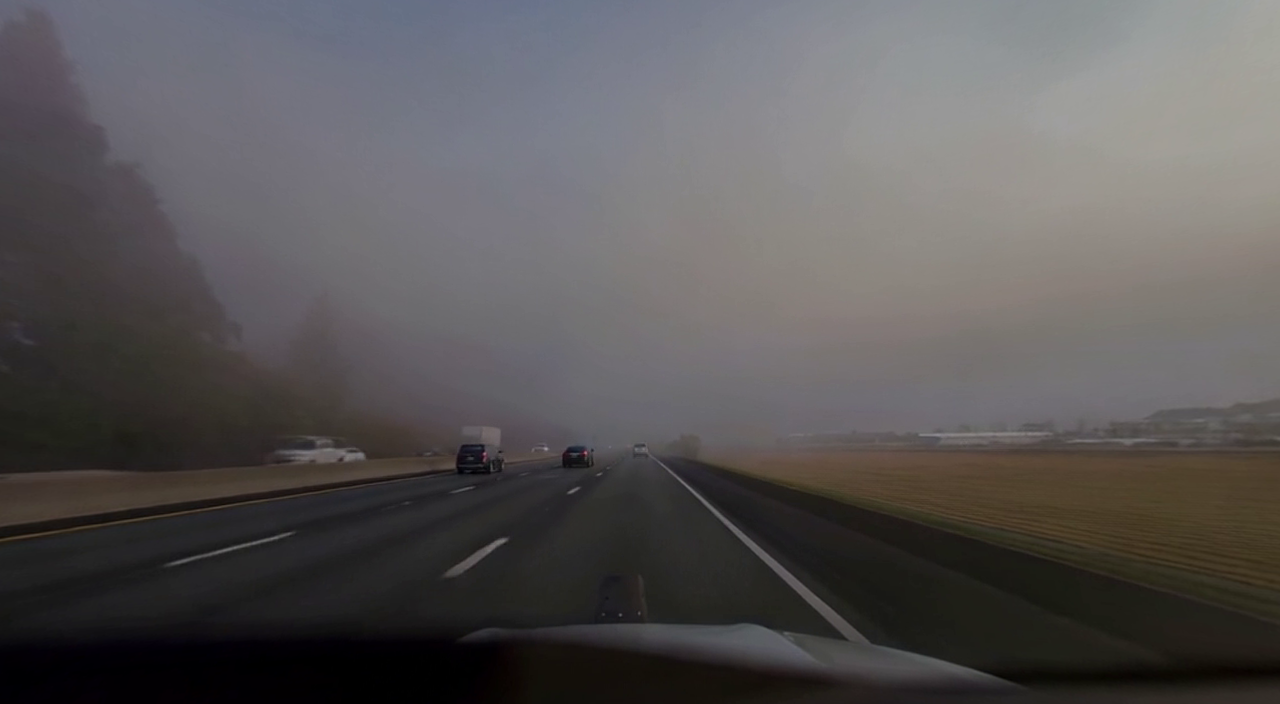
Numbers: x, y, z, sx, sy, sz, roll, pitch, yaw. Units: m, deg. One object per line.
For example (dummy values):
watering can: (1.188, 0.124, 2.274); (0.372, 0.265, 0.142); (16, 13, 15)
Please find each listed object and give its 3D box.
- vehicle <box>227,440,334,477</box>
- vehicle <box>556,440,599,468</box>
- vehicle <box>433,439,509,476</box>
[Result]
vehicle: (-18.975, 5.618, 33.670); (2.198, 1.781, 5.886); (0, -9, 1)
vehicle: (-3.799, 6.313, 39.031); (2.083, 1.588, 4.801); (0, -9, 1)
vehicle: (-7.513, 4.747, 28.481); (2.034, 1.523, 4.627); (0, -9, 1)
